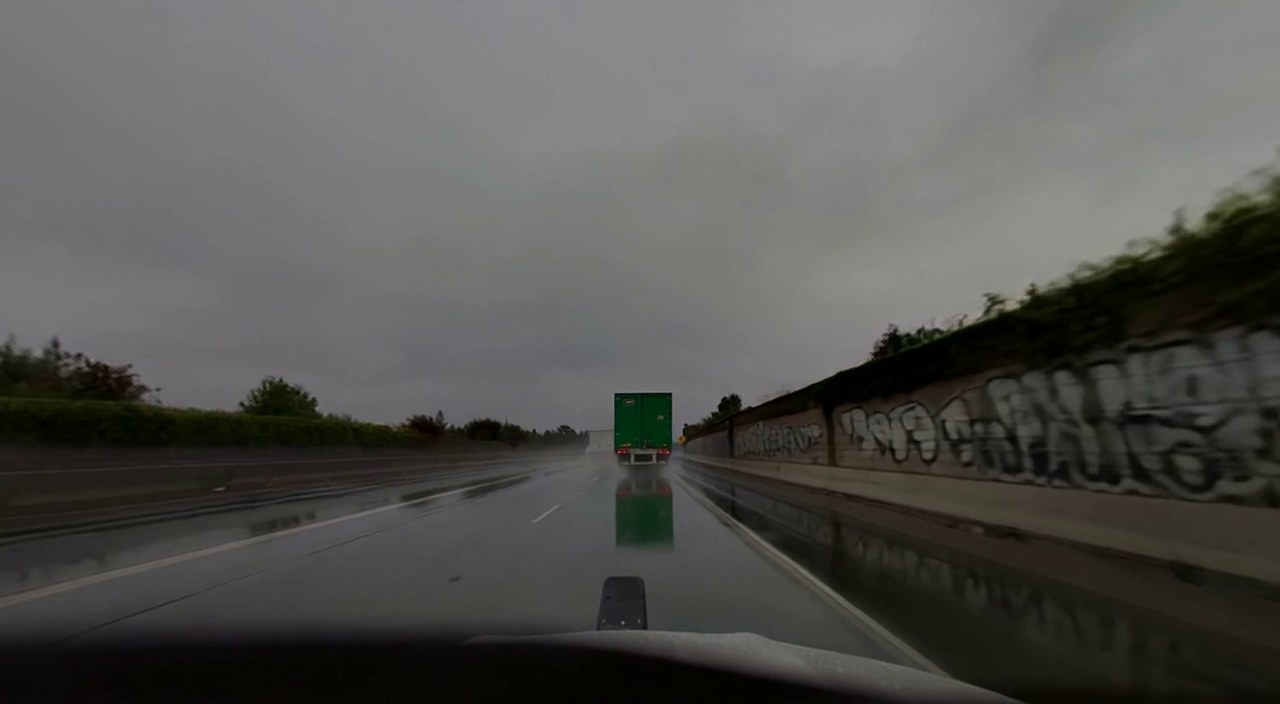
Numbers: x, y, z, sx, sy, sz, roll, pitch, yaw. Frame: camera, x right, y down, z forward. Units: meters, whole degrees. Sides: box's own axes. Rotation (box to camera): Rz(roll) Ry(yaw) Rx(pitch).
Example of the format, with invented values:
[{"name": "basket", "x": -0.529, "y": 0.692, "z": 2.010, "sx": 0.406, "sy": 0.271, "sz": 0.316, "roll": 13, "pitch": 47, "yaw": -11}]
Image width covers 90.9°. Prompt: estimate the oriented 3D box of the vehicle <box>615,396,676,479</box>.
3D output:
[{"name": "vehicle", "x": 0.135, "y": 4.902, "z": 35.527, "sx": 2.900, "sy": 3.955, "sz": 10.151, "roll": 0, "pitch": -9, "yaw": -1}]
